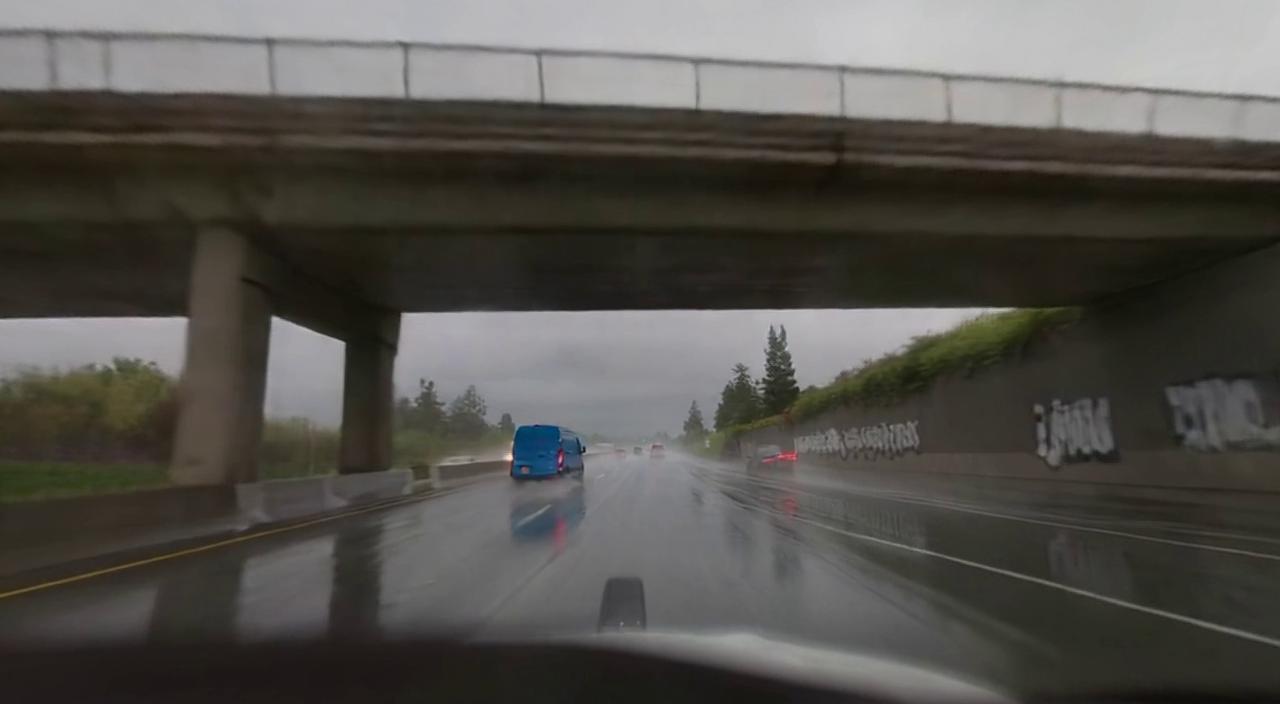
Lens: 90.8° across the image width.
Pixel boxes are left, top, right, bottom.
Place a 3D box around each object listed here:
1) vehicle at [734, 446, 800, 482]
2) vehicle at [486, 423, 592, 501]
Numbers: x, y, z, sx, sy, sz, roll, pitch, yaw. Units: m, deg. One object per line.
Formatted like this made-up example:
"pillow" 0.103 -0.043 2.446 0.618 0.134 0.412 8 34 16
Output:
"vehicle" 5.815 5.186 29.593 1.972 1.492 4.623 0 -9 -2
"vehicle" -2.866 3.292 19.315 2.310 2.030 5.094 0 -8 1
